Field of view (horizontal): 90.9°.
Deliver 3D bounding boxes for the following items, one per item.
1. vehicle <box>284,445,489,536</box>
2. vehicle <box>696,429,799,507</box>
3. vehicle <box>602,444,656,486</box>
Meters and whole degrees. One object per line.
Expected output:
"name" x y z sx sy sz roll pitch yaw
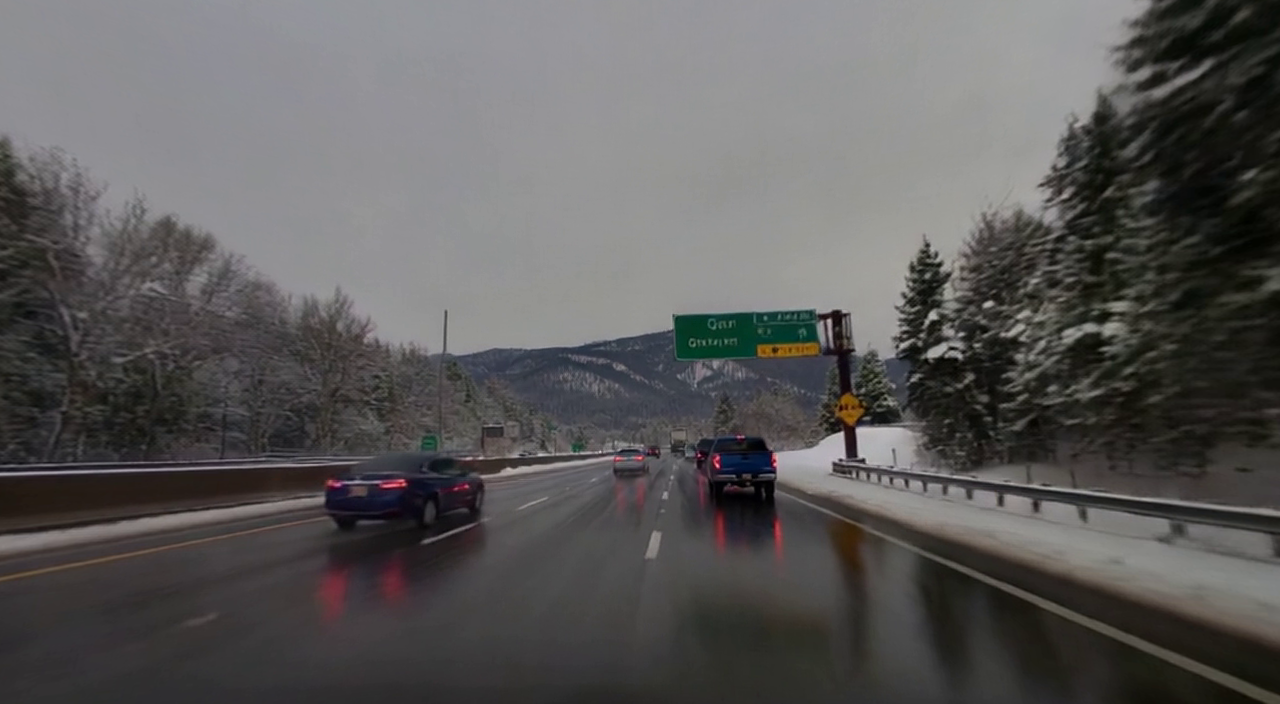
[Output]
"vehicle" -4.974 2.747 13.300 2.109 1.530 4.646 -1 -8 4
"vehicle" 2.796 3.170 17.772 2.229 1.837 5.387 -1 -8 3
"vehicle" -0.378 4.644 26.334 1.959 1.604 4.065 -1 -8 4
